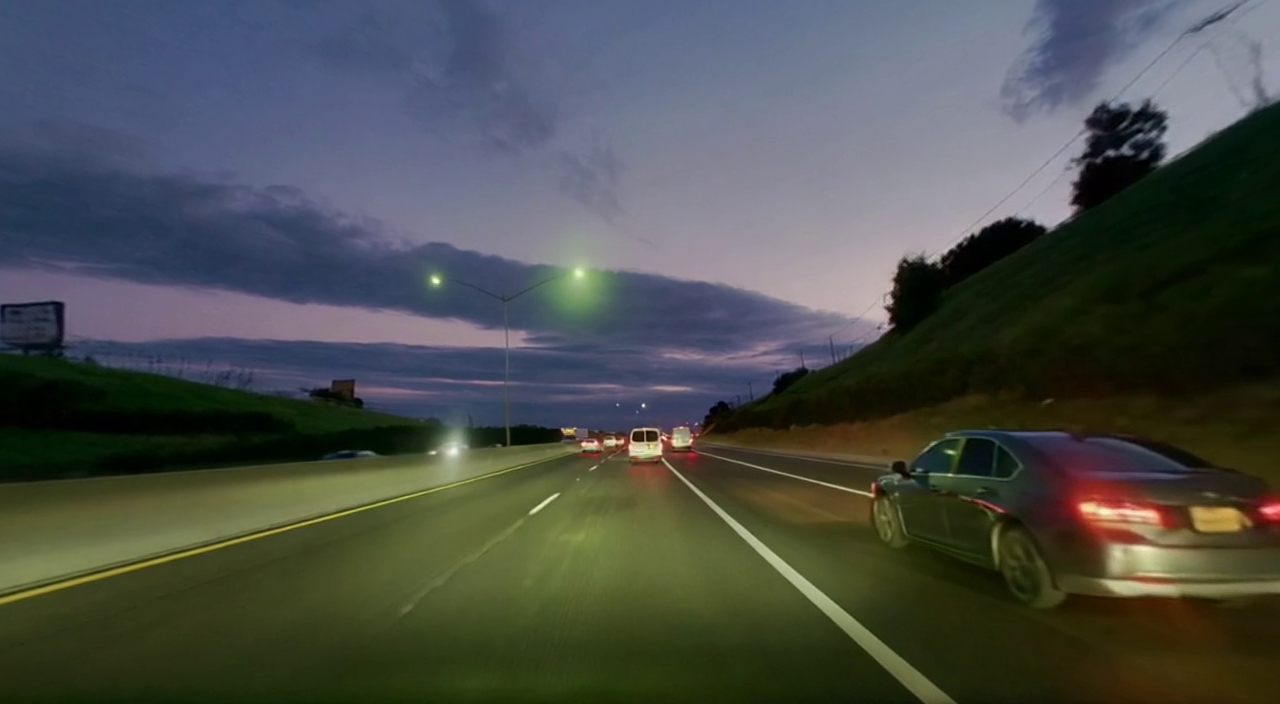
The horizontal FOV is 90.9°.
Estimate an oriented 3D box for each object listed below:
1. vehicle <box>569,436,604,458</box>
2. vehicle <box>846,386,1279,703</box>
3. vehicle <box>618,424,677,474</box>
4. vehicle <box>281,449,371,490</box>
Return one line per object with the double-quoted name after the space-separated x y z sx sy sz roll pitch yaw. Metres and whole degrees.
-3.780 6.745 45.083 2.093 1.517 4.648 0 -8 0 "vehicle"
3.633 1.263 5.542 1.923 1.562 4.691 0 -8 -2 "vehicle"
0.232 3.866 25.351 2.159 1.811 4.238 0 -8 -1 "vehicle"
-12.344 4.599 25.062 1.705 1.402 3.791 0 -7 -1 "vehicle"
